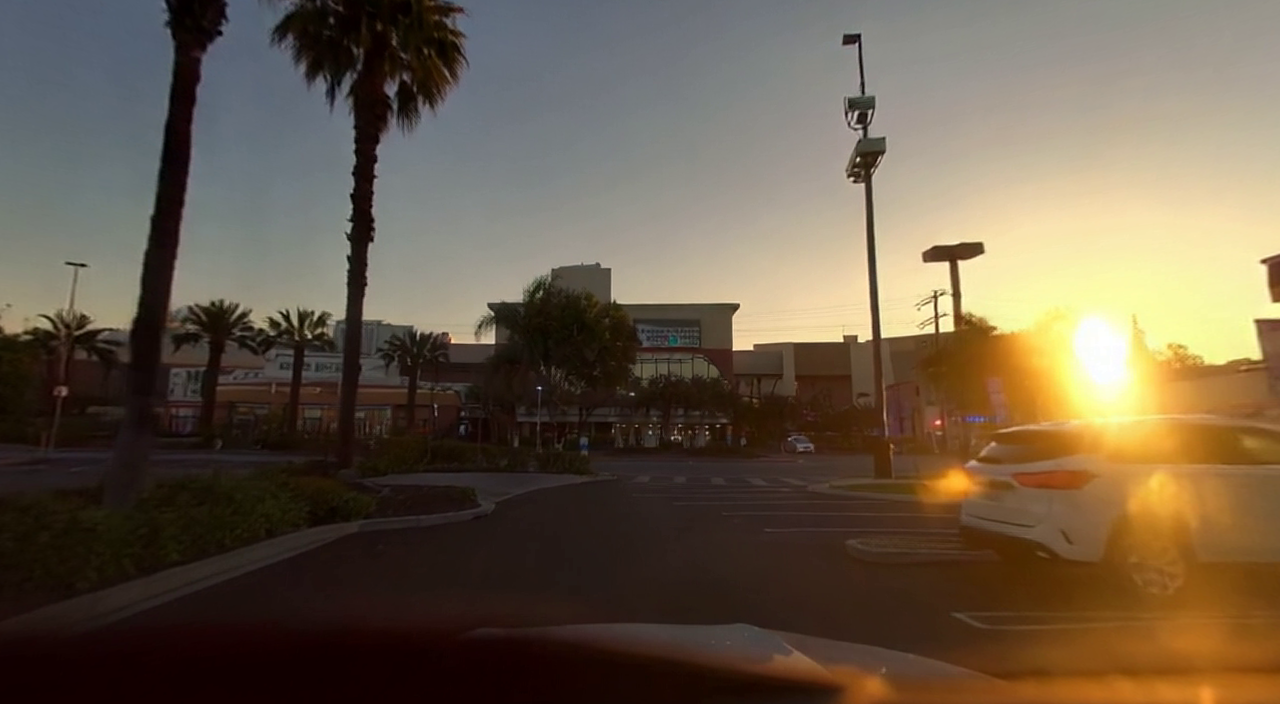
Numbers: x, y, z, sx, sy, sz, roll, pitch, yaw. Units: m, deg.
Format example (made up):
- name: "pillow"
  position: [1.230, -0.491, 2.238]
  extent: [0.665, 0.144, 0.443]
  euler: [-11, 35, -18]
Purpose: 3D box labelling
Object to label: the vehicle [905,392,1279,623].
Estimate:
- name: "vehicle"
  position: [5.432, 1.416, 6.315]
  extent: [4.560, 1.818, 2.148]
  euler: [1, -8, -4]
